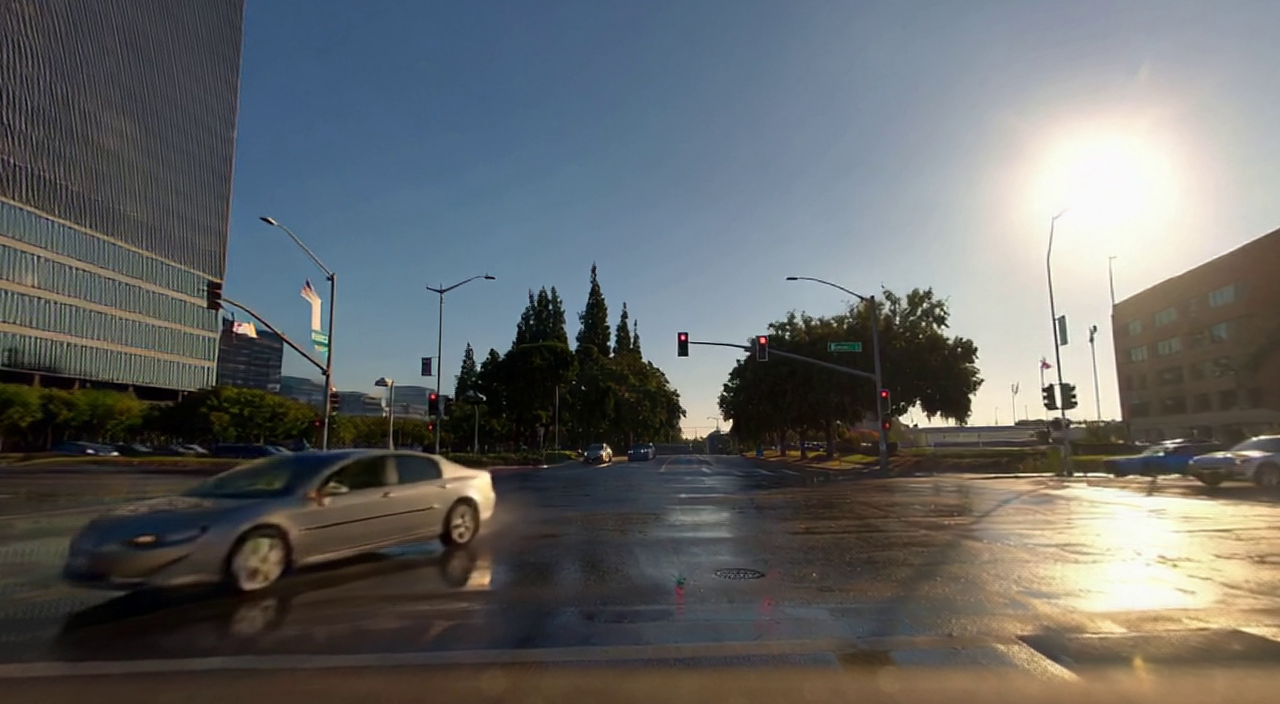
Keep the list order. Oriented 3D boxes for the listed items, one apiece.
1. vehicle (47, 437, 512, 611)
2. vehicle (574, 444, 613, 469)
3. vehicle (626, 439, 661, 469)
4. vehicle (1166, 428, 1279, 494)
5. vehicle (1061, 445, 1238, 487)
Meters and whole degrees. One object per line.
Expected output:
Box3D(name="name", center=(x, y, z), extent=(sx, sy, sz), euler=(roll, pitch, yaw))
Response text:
Box3D(name="vehicle", center=(-3.992, 1.888, 8.076), extent=(1.924, 1.491, 4.802), euler=(-5, -10, 28))
Box3D(name="vehicle", center=(-2.950, 6.795, 40.984), extent=(2.068, 1.486, 4.664), euler=(0, -9, 1))
Box3D(name="vehicle", center=(0.222, 6.220, 38.316), extent=(2.018, 1.699, 4.751), euler=(0, -9, 1))
Box3D(name="vehicle", center=(20.764, 3.420, 19.947), extent=(5.832, 1.949, 2.444), euler=(0, -9, 0))
Box3D(name="vehicle", center=(19.354, 4.327, 24.046), extent=(4.896, 1.503, 1.971), euler=(-1, -9, 3))
